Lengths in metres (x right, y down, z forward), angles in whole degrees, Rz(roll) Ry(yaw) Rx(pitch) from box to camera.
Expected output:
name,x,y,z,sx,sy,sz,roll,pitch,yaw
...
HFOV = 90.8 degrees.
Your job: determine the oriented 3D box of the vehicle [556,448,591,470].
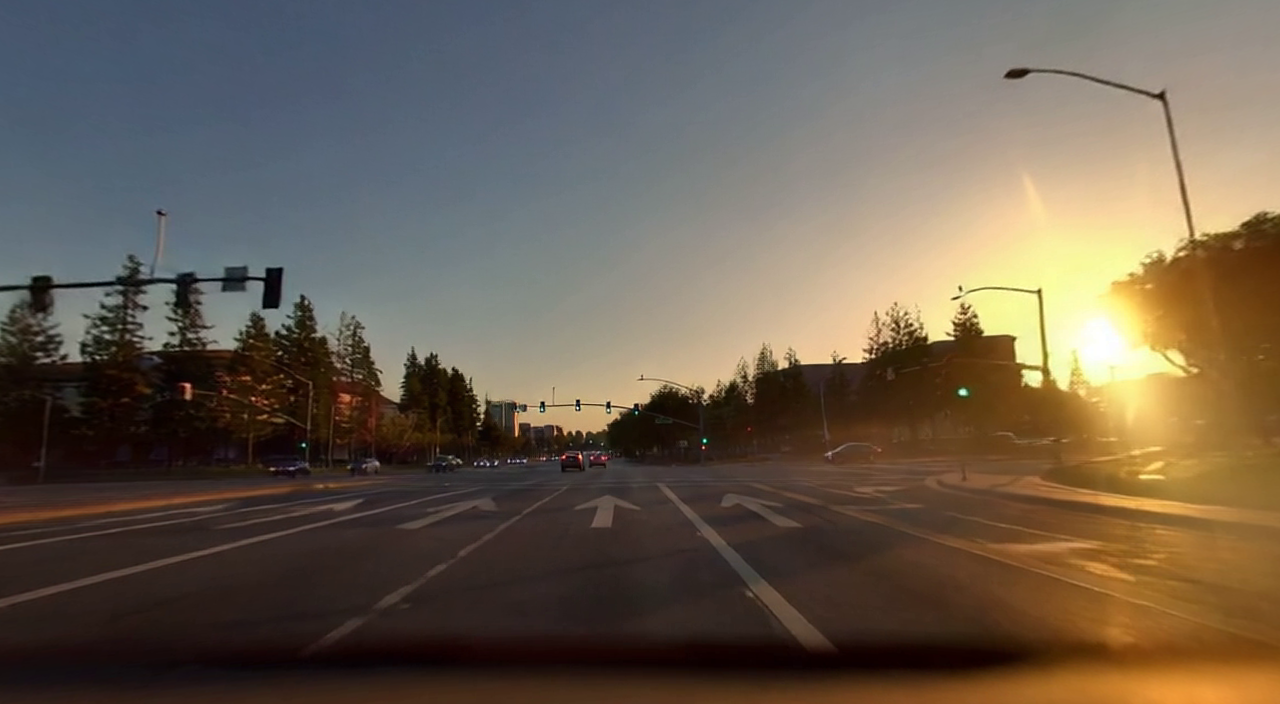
name,x,y,z,sx,sy,sz,roll,pitch,yaw
vehicle,-4.681,7.552,44.904,2.073,1.445,4.151,0,-8,-1
